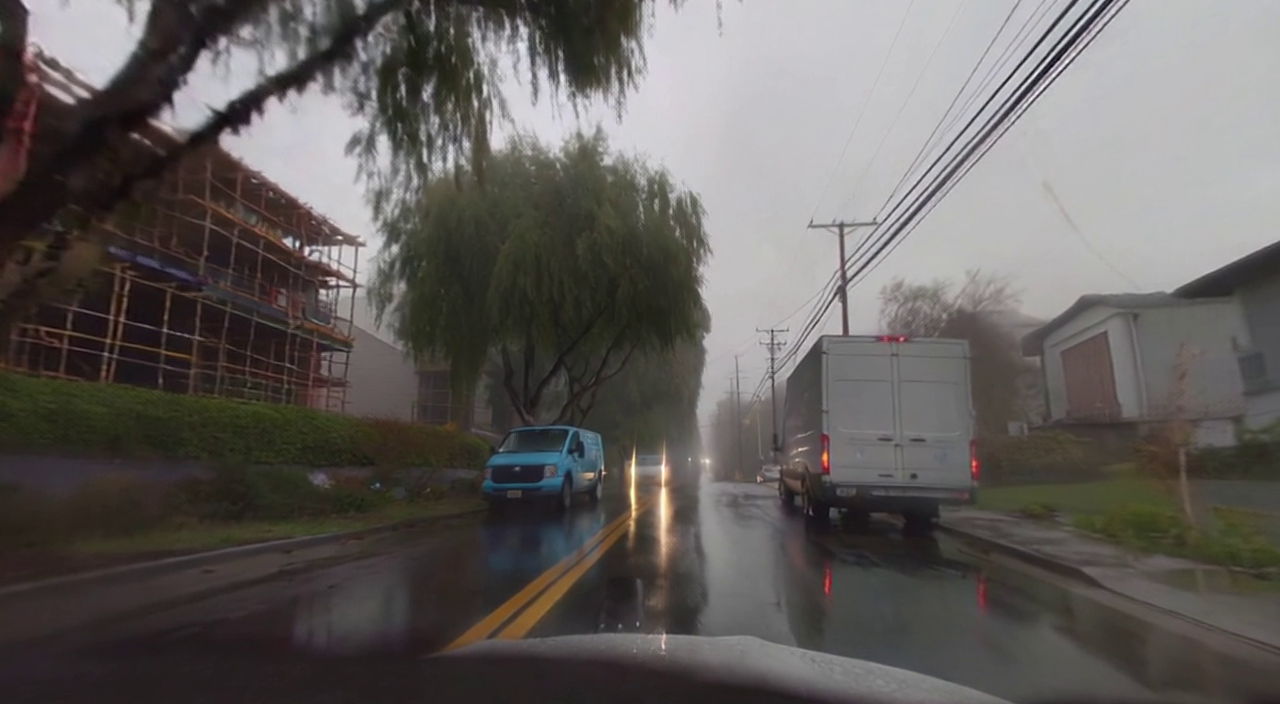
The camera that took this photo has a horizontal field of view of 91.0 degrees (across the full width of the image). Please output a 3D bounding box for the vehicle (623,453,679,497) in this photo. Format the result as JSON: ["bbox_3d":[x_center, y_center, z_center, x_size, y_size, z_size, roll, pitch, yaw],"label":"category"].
[{"bbox_3d":[0.651,6.087,31.559,2.257,1.916,5.089,-1,-9,7],"label":"vehicle"}]

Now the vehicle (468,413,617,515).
[{"bbox_3d":[-2.102,2.510,15.129,2.171,1.910,4.789,-2,-5,8],"label":"vehicle"}]

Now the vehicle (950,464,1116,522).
[{"bbox_3d":[15.744,5.641,25.555,5.321,1.857,1.976,-2,-3,14],"label":"vehicle"}]

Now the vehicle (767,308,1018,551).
[{"bbox_3d":[4.940,1.906,14.968,2.915,3.793,9.963,0,-8,7],"label":"vehicle"}]
